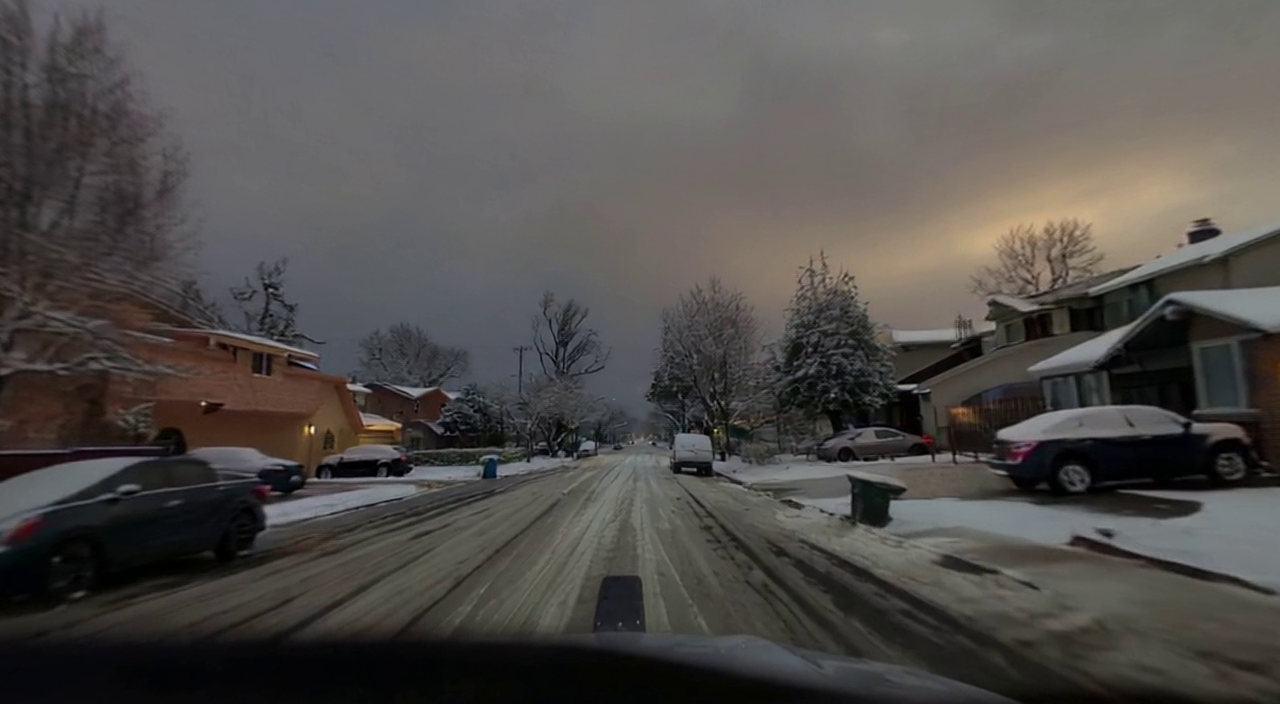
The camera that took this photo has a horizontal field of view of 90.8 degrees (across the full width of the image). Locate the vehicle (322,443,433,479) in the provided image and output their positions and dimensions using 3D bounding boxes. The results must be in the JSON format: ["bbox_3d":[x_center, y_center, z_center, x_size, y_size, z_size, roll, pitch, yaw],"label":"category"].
[{"bbox_3d":[-11.604,4.846,28.172,4.118,1.492,1.902,0,-8,-3],"label":"vehicle"}]

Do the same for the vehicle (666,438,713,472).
[{"bbox_3d":[2.323,4.957,30.641,2.022,1.483,4.565,0,-8,1],"label":"vehicle"}]

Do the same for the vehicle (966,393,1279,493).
[{"bbox_3d":[8.814,1.649,11.564,4.599,1.652,1.903,0,-8,-2],"label":"vehicle"}]

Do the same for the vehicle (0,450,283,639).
[{"bbox_3d":[-5.942,1.851,6.986,1.878,1.496,3.535,0,-8,0],"label":"vehicle"}]

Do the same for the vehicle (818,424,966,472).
[{"bbox_3d":[8.762,3.364,22.254,4.331,1.570,2.009,0,-8,-1],"label":"vehicle"}]
